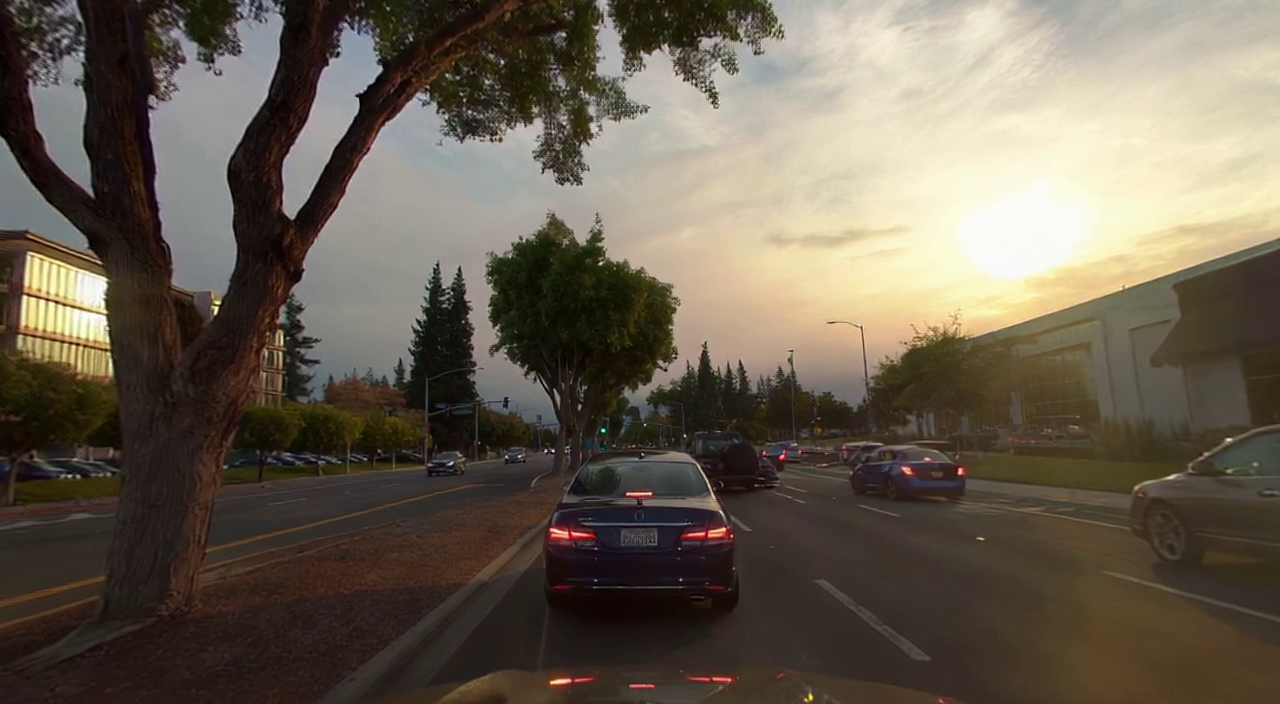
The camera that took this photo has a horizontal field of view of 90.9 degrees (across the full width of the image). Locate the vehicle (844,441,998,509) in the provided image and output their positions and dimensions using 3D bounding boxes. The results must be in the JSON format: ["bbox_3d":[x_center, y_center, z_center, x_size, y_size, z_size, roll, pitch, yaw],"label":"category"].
[{"bbox_3d":[6.917,3.040,16.136,1.911,1.468,4.417,0,-8,0],"label":"vehicle"}]

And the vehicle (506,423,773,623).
[{"bbox_3d":[-0.030,1.593,6.931,1.977,1.465,4.376,0,-8,-1],"label":"vehicle"}]

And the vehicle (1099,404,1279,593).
[{"bbox_3d":[6.908,1.349,5.783,1.988,1.727,4.584,0,-8,1],"label":"vehicle"}]
